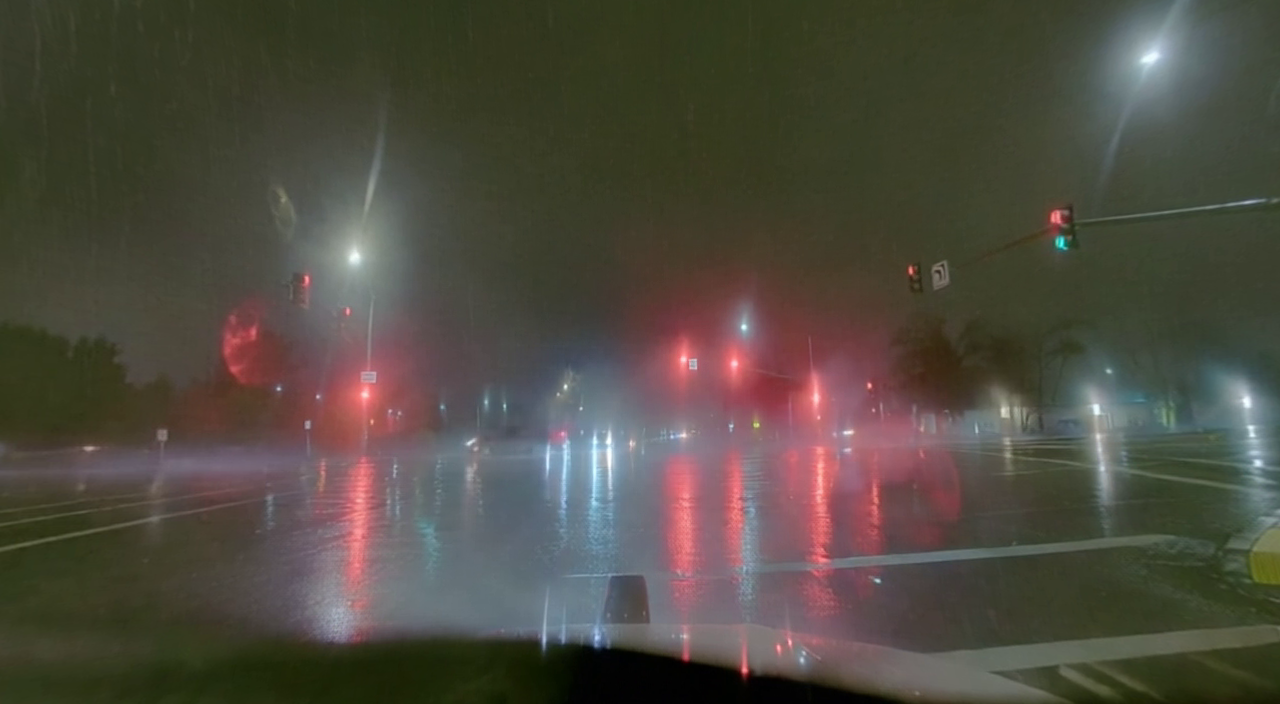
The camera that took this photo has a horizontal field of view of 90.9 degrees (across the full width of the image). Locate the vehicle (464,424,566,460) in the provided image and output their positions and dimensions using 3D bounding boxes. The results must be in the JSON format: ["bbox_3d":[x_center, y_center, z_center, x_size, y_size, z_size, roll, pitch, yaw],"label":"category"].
[{"bbox_3d":[-5.587,4.113,28.729,4.407,1.569,1.859,1,-9,-7],"label":"vehicle"}]

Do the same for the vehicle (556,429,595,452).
[{"bbox_3d":[-4.389,6.169,43.784,1.919,1.467,4.086,-1,-9,5],"label":"vehicle"}]

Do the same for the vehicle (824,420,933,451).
[{"bbox_3d":[11.474,4.067,30.520,4.510,1.431,1.884,1,-9,-8],"label":"vehicle"}]
